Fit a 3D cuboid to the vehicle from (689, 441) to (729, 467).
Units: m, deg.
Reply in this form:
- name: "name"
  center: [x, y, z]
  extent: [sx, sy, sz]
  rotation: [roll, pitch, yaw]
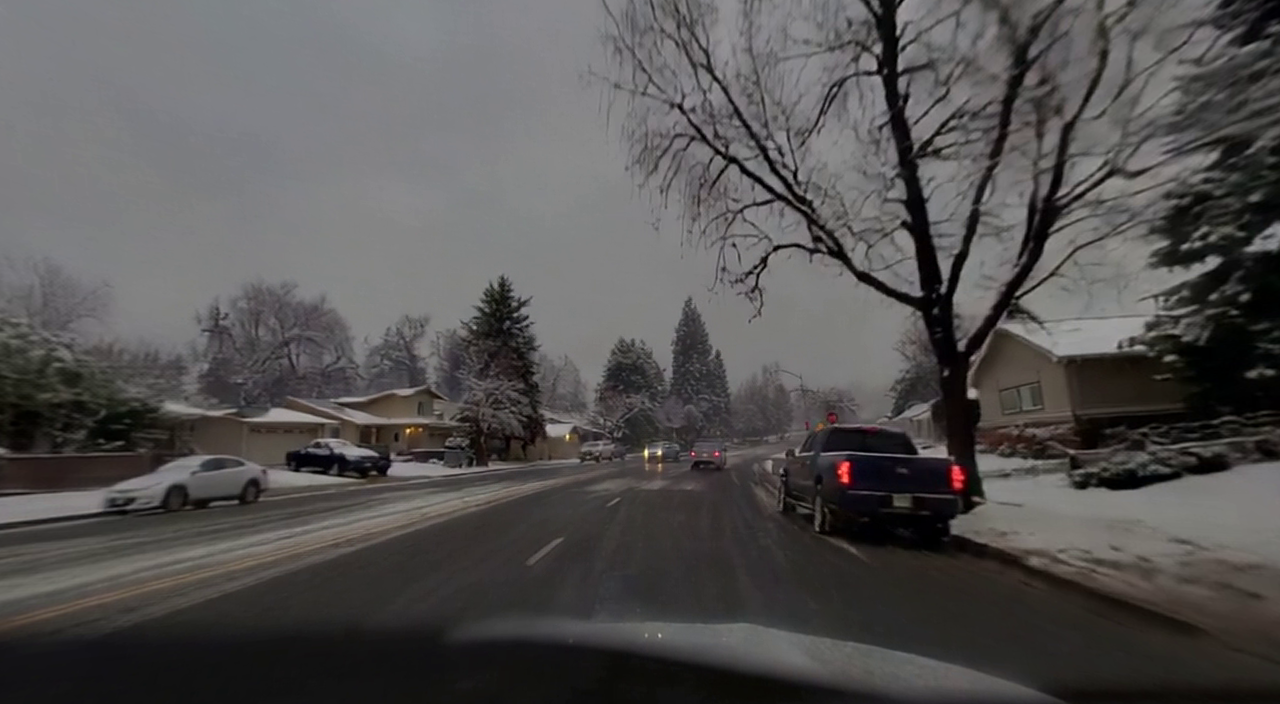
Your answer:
- name: "vehicle"
  center: [4.287, 6.201, 38.466]
  extent: [1.955, 1.459, 4.383]
  rotation: [-2, -9, 12]

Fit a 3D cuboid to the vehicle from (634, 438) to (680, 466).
- name: "vehicle"
  center: [1.188, 6.397, 40.555]
  extent: [2.178, 1.695, 4.339]
  rotation: [-2, -9, 12]

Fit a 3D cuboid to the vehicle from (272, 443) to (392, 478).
- name: "vehicle"
  center: [-16.218, 5.722, 33.354]
  extent: [5.177, 1.779, 2.199]
  rotation: [0, -8, 3]

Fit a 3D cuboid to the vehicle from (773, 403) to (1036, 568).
- name: "vehicle"
  center: [3.914, 2.092, 10.844]
  extent: [2.516, 2.019, 5.790]
  rotation: [-1, -8, 6]

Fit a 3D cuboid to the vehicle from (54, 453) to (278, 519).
- name: "vehicle"
  center: [-12.842, 3.643, 17.633]
  extent: [2.118, 1.496, 5.030]
  rotation: [-3, -10, 5]
